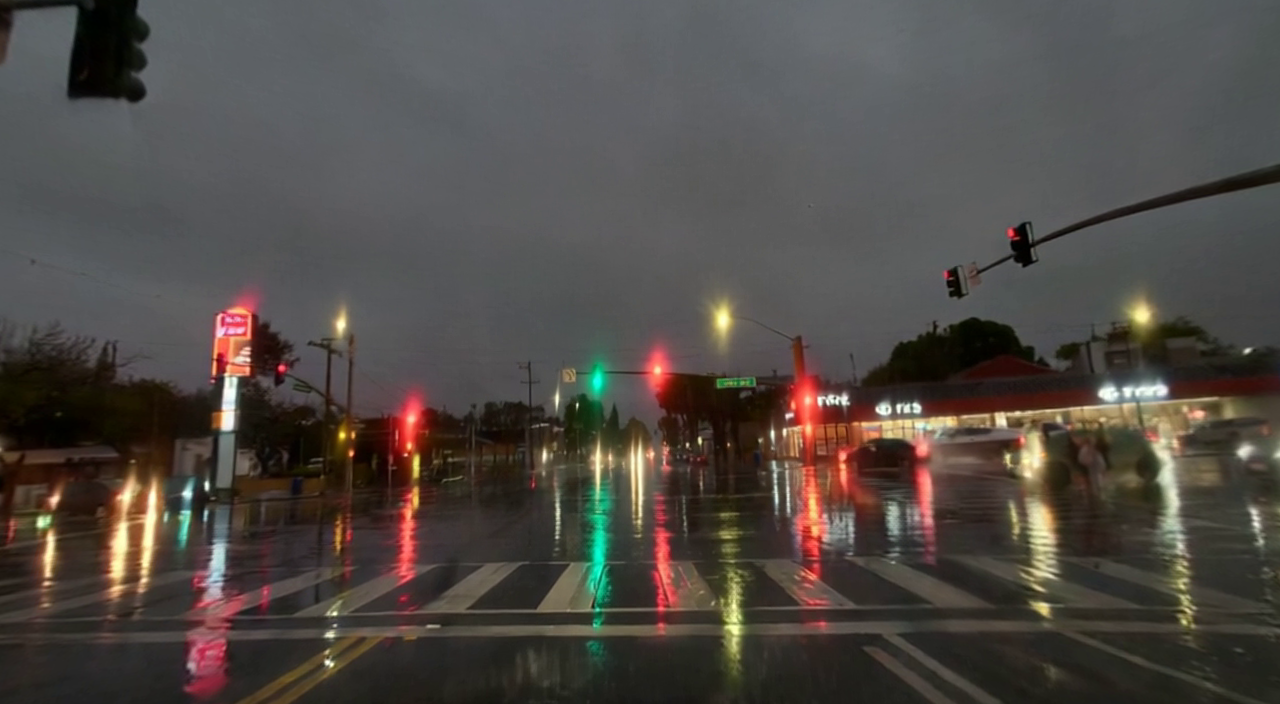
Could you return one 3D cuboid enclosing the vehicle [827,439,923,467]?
[{"bbox_3d":[12.921,5.542,34.726,4.728,1.468,2.083,-4,-9,25],"label":"vehicle"}]

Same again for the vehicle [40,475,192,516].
[{"bbox_3d":[-21.141,5.794,25.609,4.676,1.463,1.909,-1,-8,6],"label":"vehicle"}]

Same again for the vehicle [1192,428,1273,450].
[{"bbox_3d":[42.068,6.192,44.868,4.347,1.446,1.777,1,-9,-10],"label":"vehicle"}]

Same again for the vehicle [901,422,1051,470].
[{"bbox_3d":[13.028,3.726,24.926,4.916,1.730,1.986,-4,-9,21],"label":"vehicle"}]

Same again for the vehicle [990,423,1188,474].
[{"bbox_3d":[14.372,3.153,20.613,4.835,1.487,1.913,-4,-9,20],"label":"vehicle"}]
